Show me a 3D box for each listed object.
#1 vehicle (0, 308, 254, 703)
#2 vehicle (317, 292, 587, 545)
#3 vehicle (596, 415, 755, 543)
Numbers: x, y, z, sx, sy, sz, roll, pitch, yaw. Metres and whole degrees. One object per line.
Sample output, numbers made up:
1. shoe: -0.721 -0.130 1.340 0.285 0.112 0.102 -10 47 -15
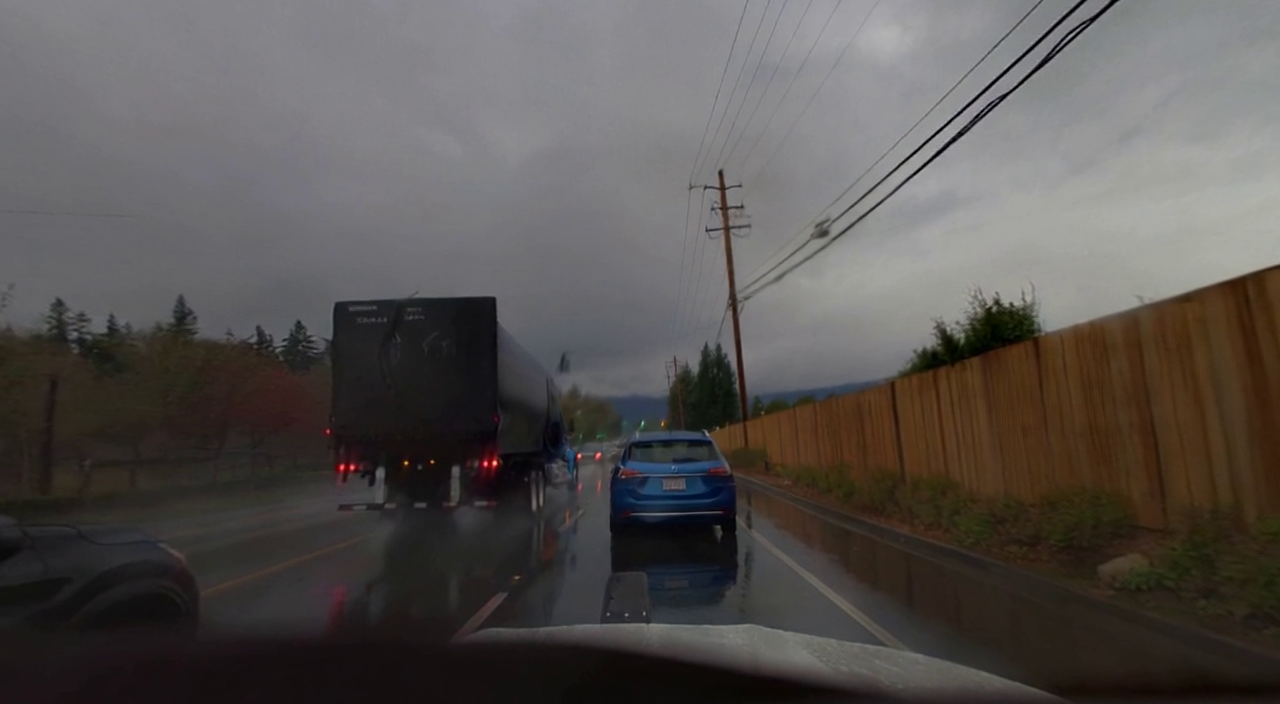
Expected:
1. vehicle: -3.098 0.626 0.949 2.093 1.832 4.508 0 -9 1
2. vehicle: -3.045 1.585 13.590 2.928 3.658 8.980 0 -9 1
3. vehicle: 0.473 2.057 10.781 2.174 1.749 4.113 0 -9 0
